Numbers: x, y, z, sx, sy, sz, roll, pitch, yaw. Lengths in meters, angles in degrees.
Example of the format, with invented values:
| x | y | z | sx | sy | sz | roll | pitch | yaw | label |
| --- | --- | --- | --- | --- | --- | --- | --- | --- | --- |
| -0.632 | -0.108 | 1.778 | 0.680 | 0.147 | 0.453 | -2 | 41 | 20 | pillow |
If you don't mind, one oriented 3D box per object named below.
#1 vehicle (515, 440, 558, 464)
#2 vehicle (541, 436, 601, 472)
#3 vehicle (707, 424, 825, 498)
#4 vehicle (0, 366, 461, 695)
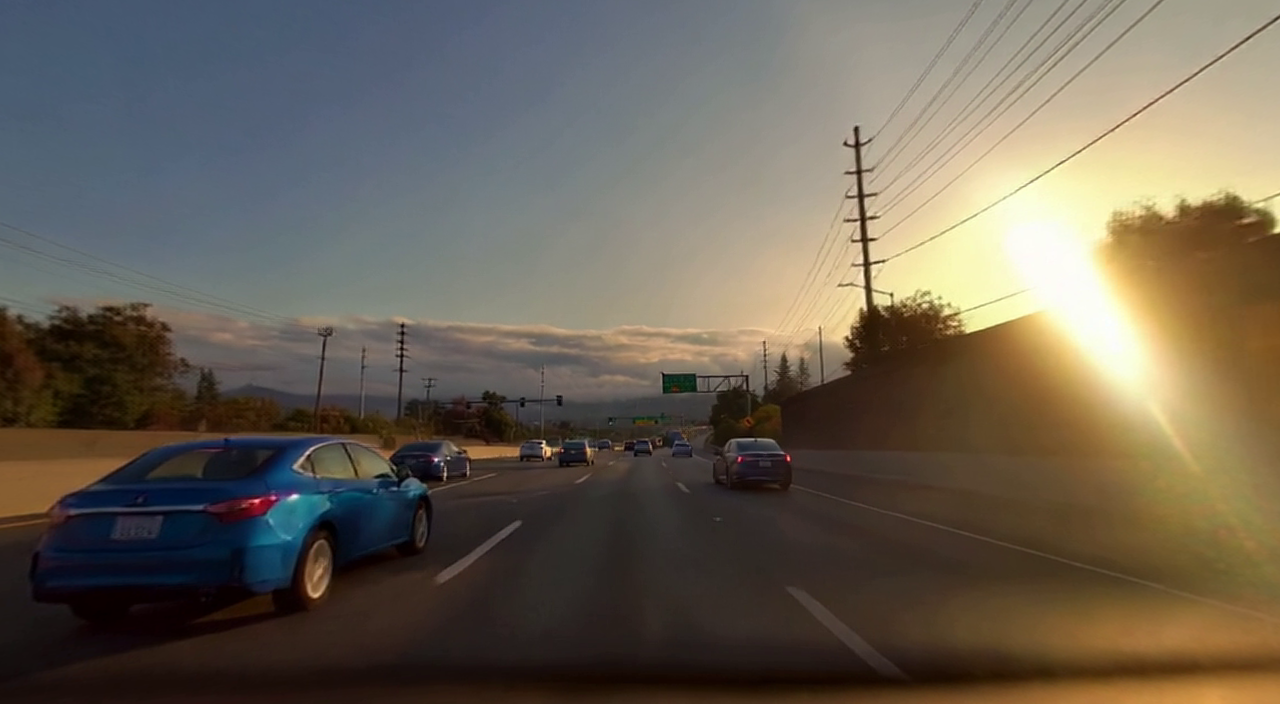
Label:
| x | y | z | sx | sy | sz | roll | pitch | yaw | label |
| --- | --- | --- | --- | --- | --- | --- | --- | --- | --- |
| -6.538 | 6.362 | 40.345 | 1.877 | 1.474 | 4.475 | 0 | -8 | 2 | vehicle |
| -3.019 | 4.591 | 28.596 | 2.066 | 1.488 | 4.377 | 0 | -8 | 2 | vehicle |
| 3.080 | 2.786 | 16.501 | 2.100 | 1.659 | 4.387 | 0 | -8 | -1 | vehicle |
| -3.259 | 1.237 | 5.522 | 2.104 | 1.707 | 4.338 | 0 | -8 | 0 | vehicle |
